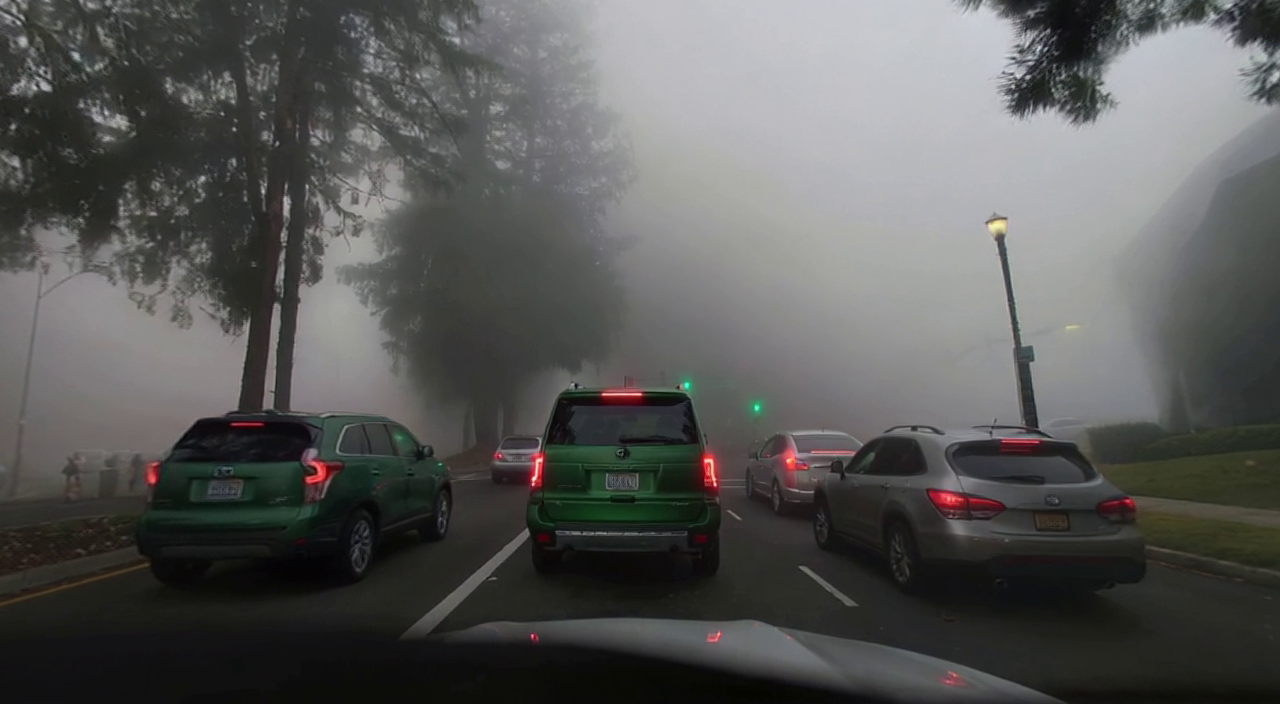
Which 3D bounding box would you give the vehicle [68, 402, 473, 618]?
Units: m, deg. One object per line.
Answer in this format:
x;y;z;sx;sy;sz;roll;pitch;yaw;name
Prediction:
-3.371;1.507;6.927;1.961;1.639;4.064;0;-9;0;vehicle

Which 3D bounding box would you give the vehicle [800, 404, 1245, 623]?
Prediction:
3.474;1.553;7.037;2.202;1.657;4.298;0;-9;-1;vehicle

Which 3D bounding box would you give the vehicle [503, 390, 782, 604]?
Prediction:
-0.001;1.487;7.240;2.294;1.761;3.857;0;-9;-1;vehicle
